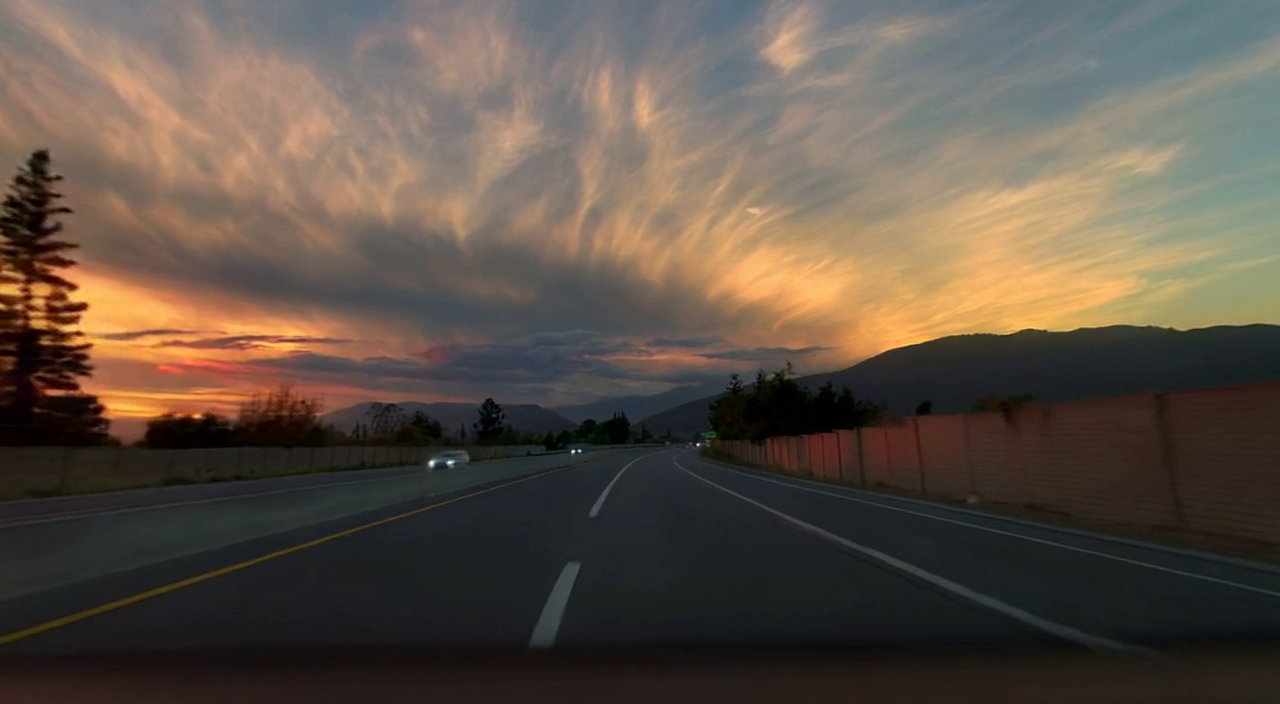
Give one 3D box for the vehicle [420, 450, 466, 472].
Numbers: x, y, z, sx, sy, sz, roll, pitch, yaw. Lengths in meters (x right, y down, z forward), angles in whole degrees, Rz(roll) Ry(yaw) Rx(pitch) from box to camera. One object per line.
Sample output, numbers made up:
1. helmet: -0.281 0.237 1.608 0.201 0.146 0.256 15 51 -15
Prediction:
1. vehicle: -14.638 8.098 46.956 1.950 1.472 4.638 -1 -9 1
